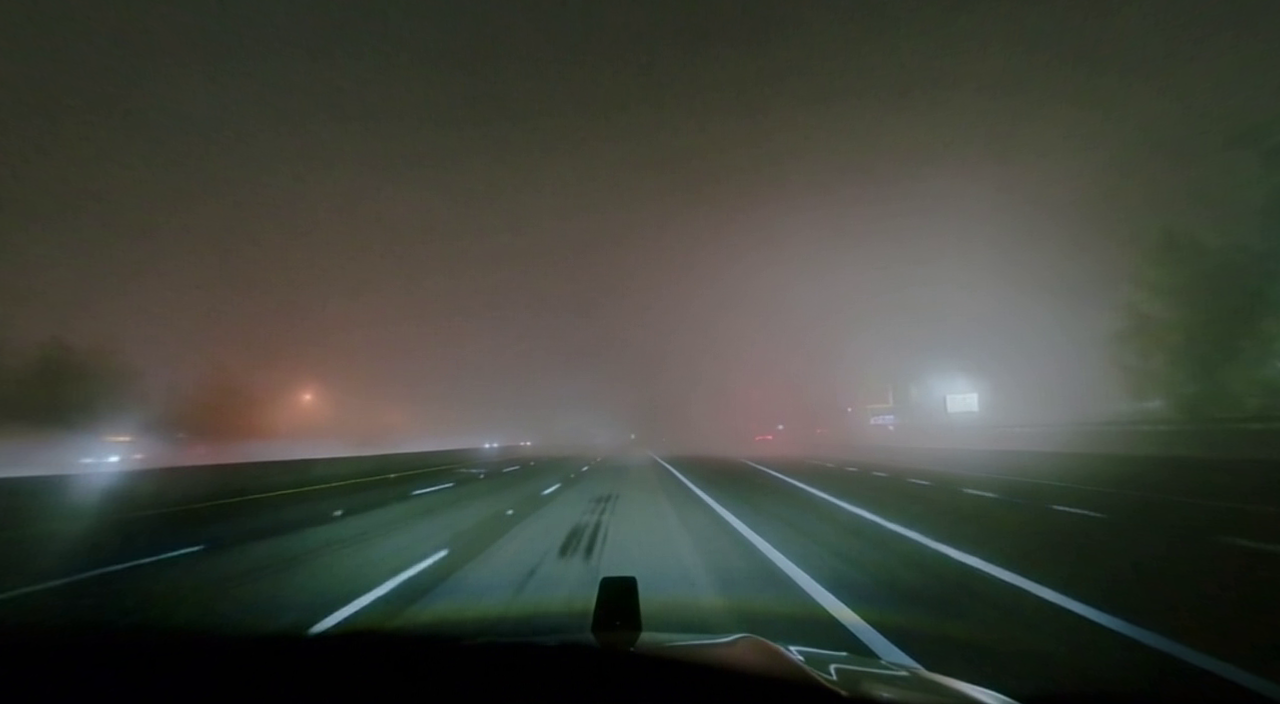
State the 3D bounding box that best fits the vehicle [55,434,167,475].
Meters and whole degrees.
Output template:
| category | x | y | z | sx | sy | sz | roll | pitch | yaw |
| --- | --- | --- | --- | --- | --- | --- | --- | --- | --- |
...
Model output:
| category | x | y | z | sx | sy | sz | roll | pitch | yaw |
| --- | --- | --- | --- | --- | --- | --- | --- | --- | --- |
| vehicle | -38.438 | 7.437 | 45.984 | 2.397 | 2.758 | 6.485 | 0 | -8 | 1 |
